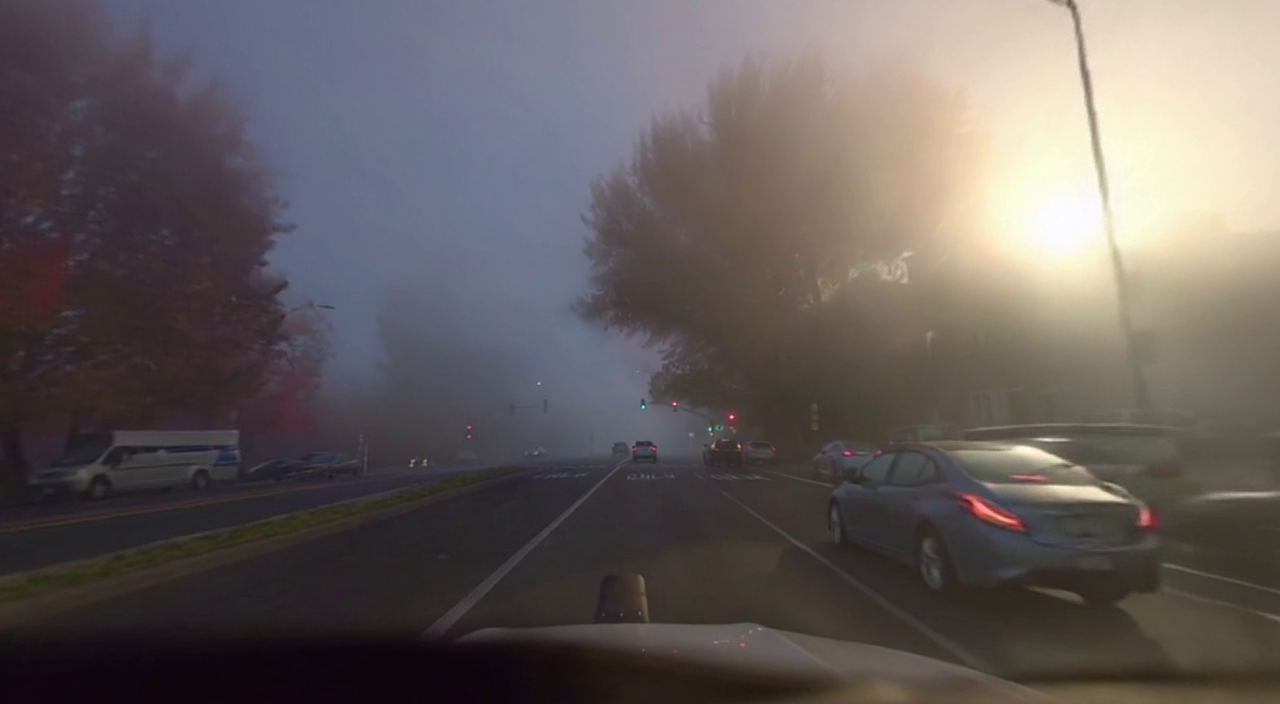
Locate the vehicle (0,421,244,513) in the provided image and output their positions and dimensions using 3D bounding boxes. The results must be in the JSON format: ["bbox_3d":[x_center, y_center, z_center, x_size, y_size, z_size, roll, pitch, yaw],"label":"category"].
[{"bbox_3d":[-22.027,4.867,27.579,2.961,3.271,9.547,0,-9,1],"label":"vehicle"}]

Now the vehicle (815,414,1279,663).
[{"bbox_3d":[3.361,1.473,6.158,1.977,1.498,4.521,0,-8,0],"label":"vehicle"}]

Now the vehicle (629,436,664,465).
[{"bbox_3d":[0.442,6.810,43.459,2.239,1.856,4.815,0,-8,0],"label":"vehicle"}]

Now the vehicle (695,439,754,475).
[{"bbox_3d":[3.860,4.870,29.470,2.178,1.546,4.311,0,-8,0],"label":"vehicle"}]

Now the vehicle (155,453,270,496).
[{"bbox_3d":[-18.651,5.335,27.766,1.962,1.691,4.328,0,-9,1],"label":"vehicle"}]

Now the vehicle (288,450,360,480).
[{"bbox_3d":[-21.745,7.774,43.643,2.142,1.900,5.489,0,-9,0],"label":"vehicle"}]
